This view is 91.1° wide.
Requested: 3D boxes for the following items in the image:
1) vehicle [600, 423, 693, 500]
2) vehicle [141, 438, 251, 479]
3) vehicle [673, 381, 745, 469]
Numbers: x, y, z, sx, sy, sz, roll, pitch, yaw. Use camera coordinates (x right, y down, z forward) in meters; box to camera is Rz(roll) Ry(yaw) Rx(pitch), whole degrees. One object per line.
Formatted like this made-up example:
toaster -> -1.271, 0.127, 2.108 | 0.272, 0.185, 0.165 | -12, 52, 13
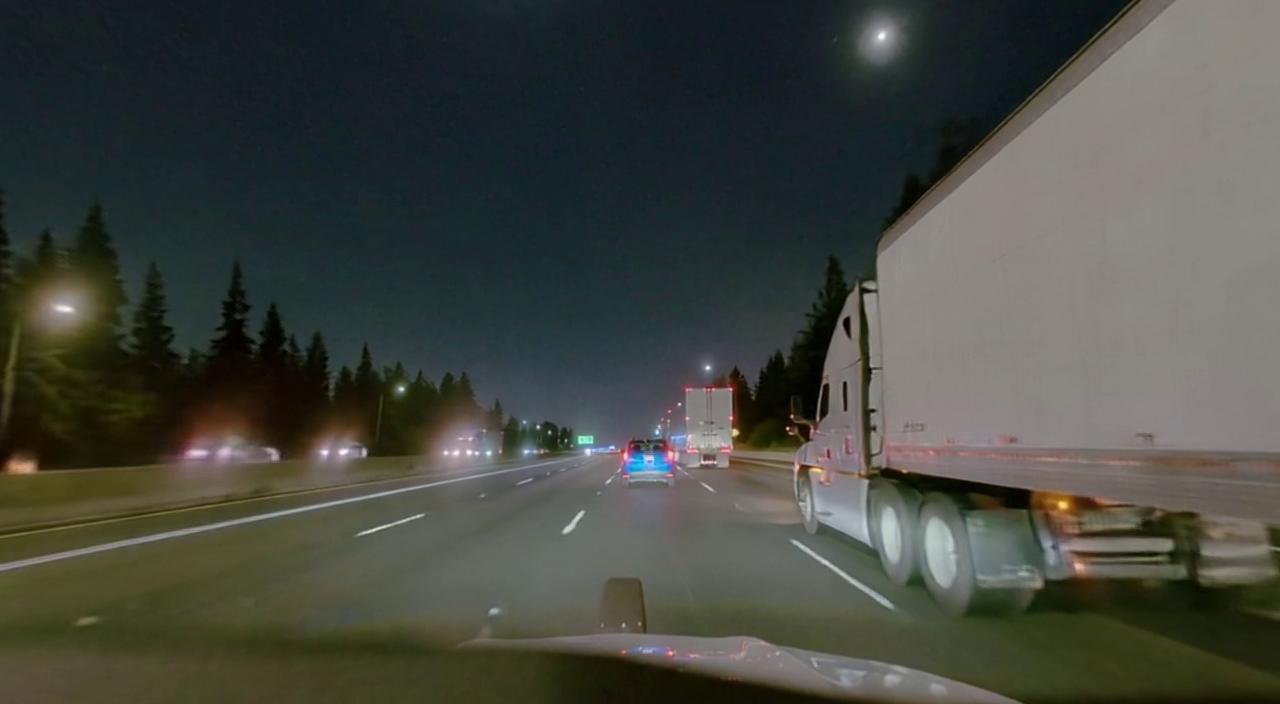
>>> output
vehicle -> 0.169, 2.736, 16.043 | 2.054, 1.706, 4.201 | 0, -8, 1
vehicle -> -22.718, 5.445, 32.407 | 2.062, 1.894, 4.768 | 0, -8, 1
vehicle -> 3.654, 4.574, 37.368 | 2.909, 4.135, 15.820 | 0, -8, 1
